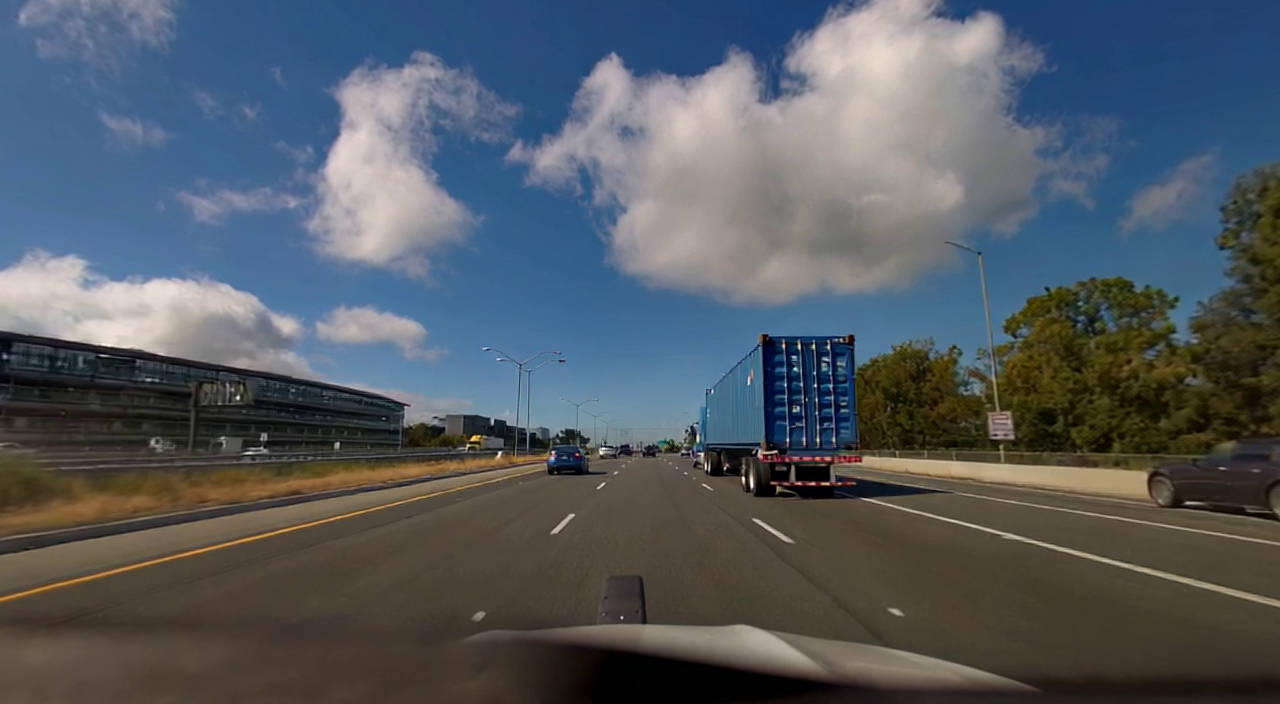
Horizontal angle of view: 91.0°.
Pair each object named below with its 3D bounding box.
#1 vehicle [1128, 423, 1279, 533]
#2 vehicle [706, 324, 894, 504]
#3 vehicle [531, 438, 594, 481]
[{"bbox_3d":[12.069,2.308,11.708,2.129,1.874,4.907,0,-9,2],"label":"vehicle"},{"bbox_3d":[4.245,2.352,20.841,2.893,3.992,13.605,0,-9,1],"label":"vehicle"},{"bbox_3d":[-2.975,4.234,25.010,1.954,1.528,4.010,0,-9,1],"label":"vehicle"}]
